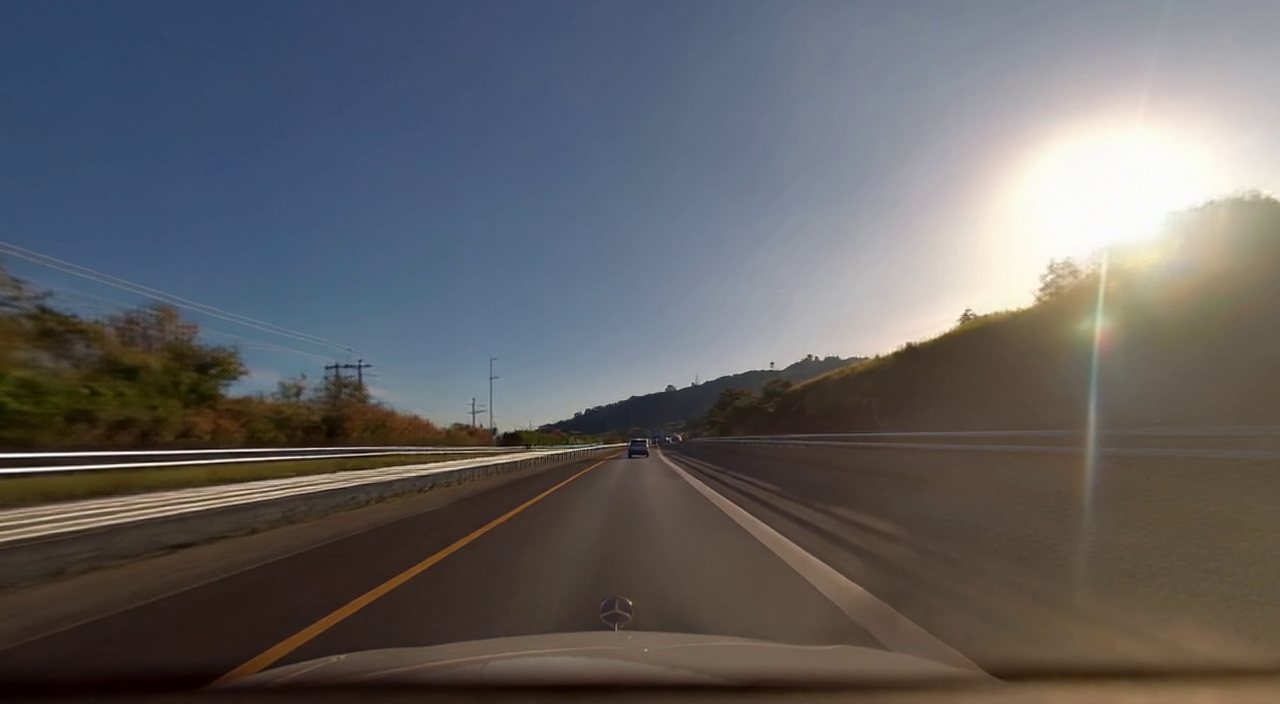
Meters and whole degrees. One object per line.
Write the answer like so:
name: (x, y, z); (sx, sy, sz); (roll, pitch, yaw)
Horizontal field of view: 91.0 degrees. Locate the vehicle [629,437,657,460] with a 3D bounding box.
vehicle: (0.213, 7.418, 48.487); (2.059, 1.696, 4.165); (0, -8, -1)
